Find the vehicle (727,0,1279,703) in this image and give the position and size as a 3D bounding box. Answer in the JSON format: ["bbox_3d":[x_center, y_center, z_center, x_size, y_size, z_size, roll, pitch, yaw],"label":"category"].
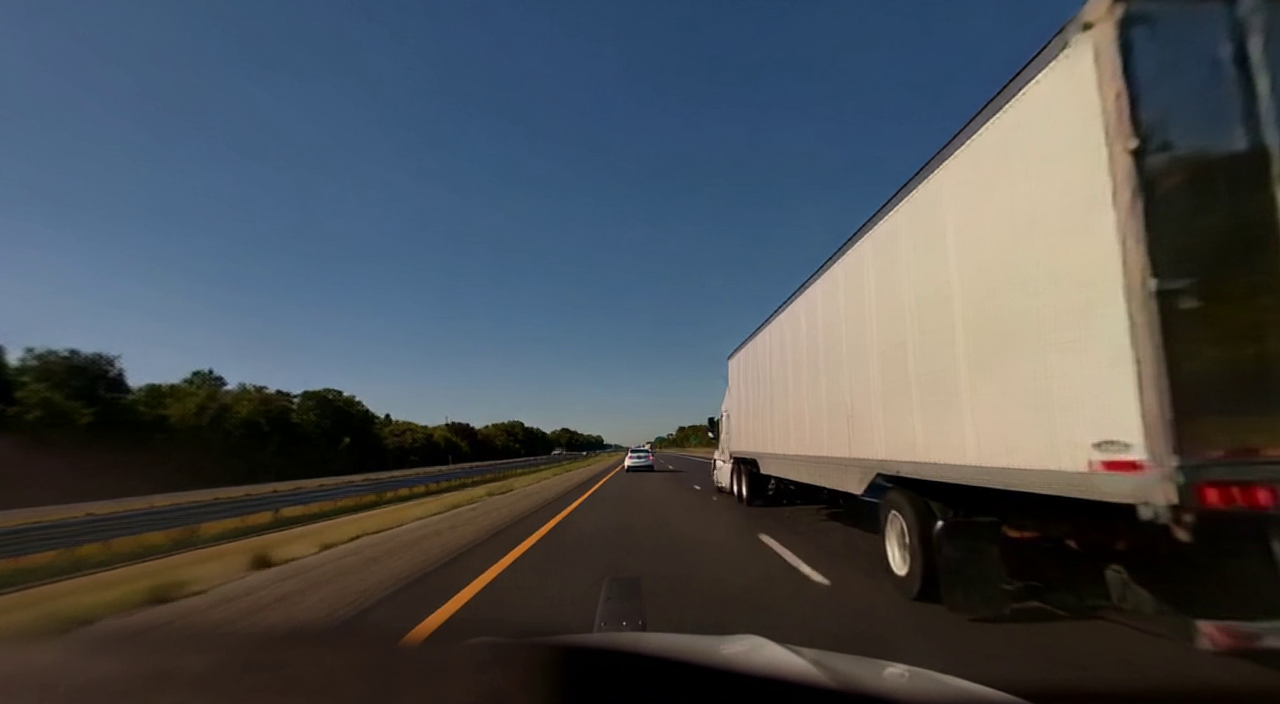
[{"bbox_3d":[3.849,0.717,9.312,2.929,4.158,15.921,0,-8,0],"label":"vehicle"}]

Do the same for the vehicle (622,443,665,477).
[{"bbox_3d":[0.168,5.232,30.914,1.968,1.515,4.025,-1,-8,1],"label":"vehicle"}]
